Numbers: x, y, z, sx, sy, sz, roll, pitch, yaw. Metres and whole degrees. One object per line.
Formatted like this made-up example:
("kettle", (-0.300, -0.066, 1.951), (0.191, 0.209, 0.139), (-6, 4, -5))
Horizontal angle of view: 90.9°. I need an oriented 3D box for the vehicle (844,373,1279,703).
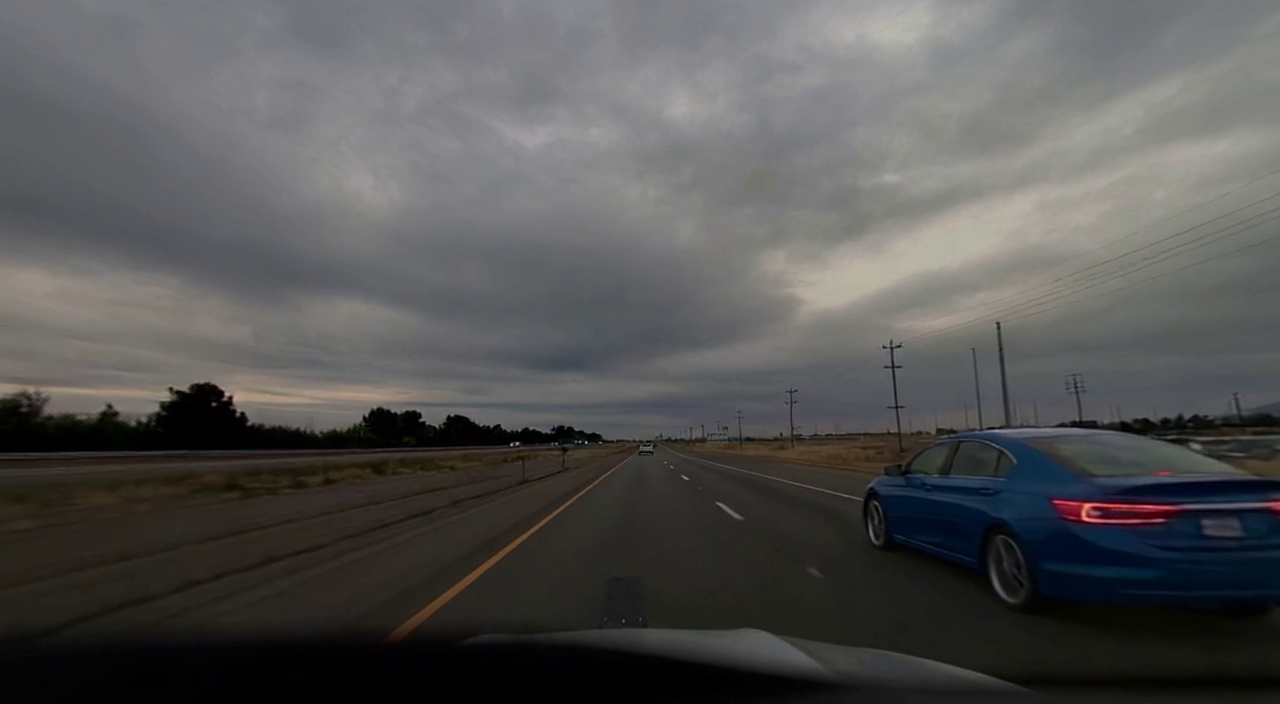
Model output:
("vehicle", (3.598, 1.270, 5.510), (2.044, 1.658, 4.640), (0, -8, 0))
